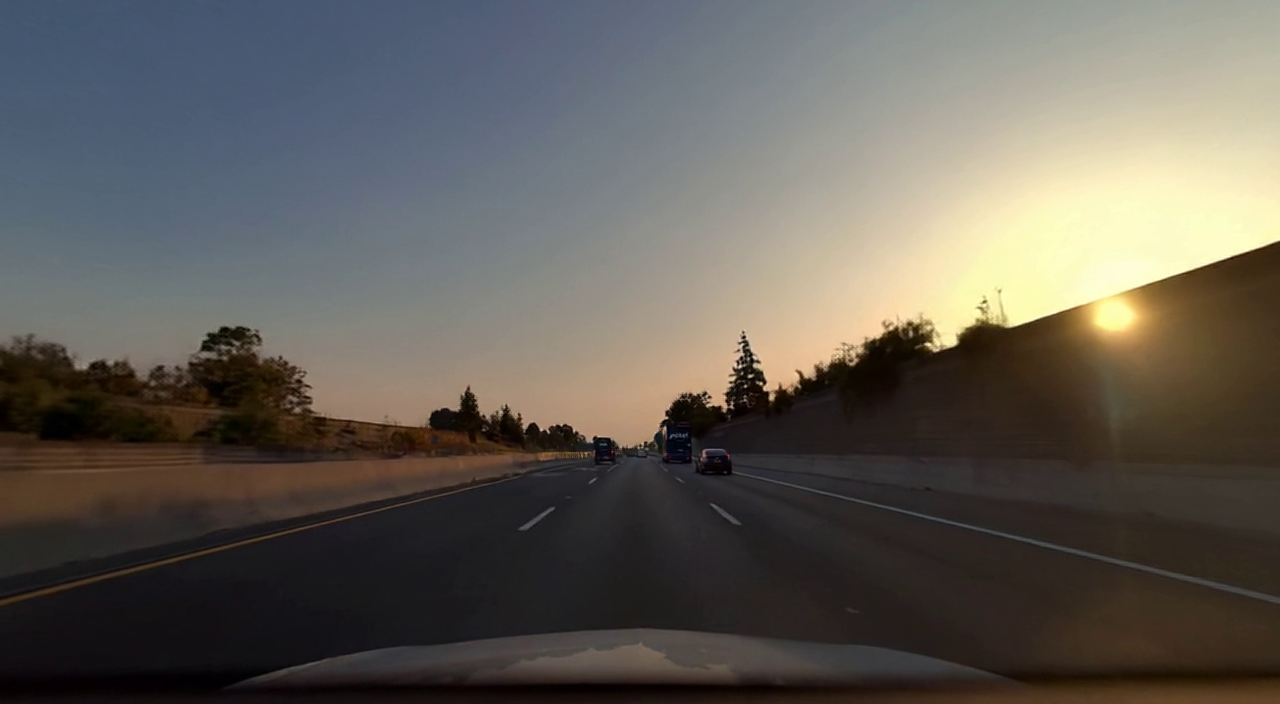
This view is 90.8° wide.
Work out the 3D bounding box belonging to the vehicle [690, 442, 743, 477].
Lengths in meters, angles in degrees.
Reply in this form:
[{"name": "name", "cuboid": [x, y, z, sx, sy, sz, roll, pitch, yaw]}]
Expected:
[{"name": "vehicle", "cuboid": [3.798, 5.412, 32.085, 2.066, 1.638, 4.158, 0, -9, -2]}]
